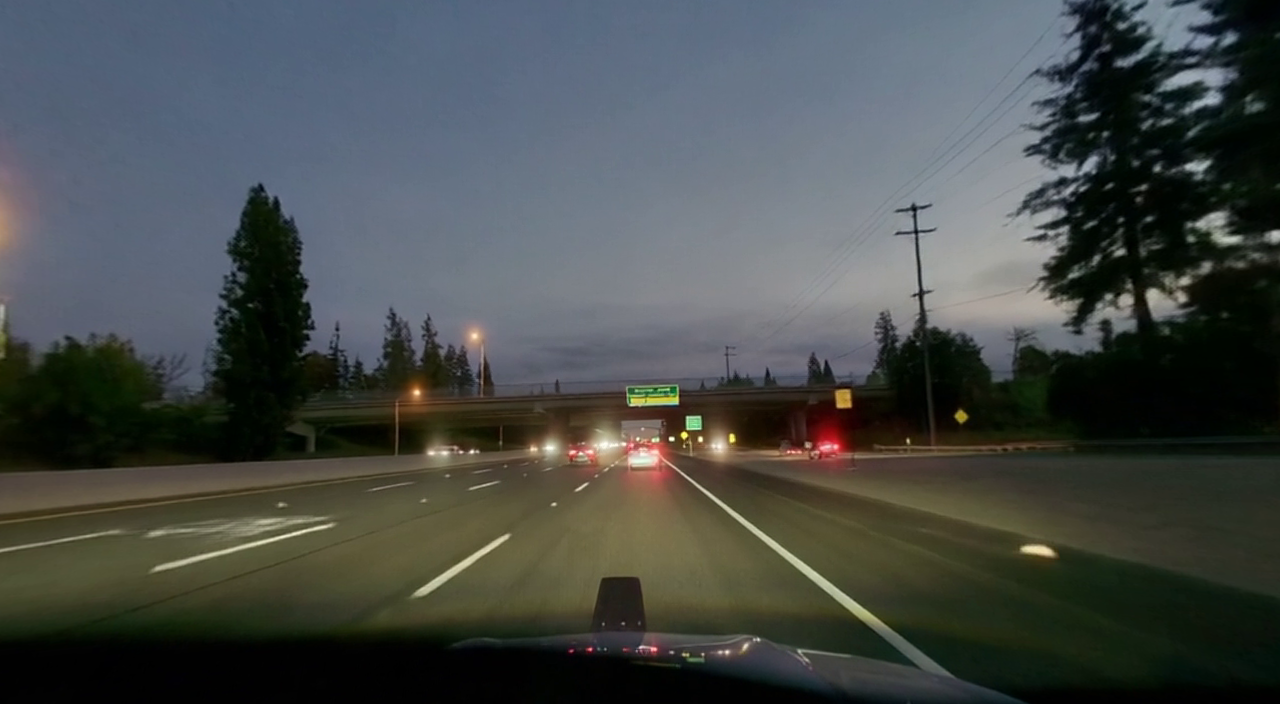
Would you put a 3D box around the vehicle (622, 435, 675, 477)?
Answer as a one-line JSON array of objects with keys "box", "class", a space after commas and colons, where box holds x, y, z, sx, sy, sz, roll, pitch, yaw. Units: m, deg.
[{"box": [0.362, 4.573, 27.906, 2.152, 1.697, 4.066, 0, -8, 0], "class": "vehicle"}]

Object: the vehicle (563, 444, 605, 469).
[{"box": [-3.365, 6.380, 38.836, 2.056, 1.464, 4.564, 0, -8, 1], "class": "vehicle"}]
